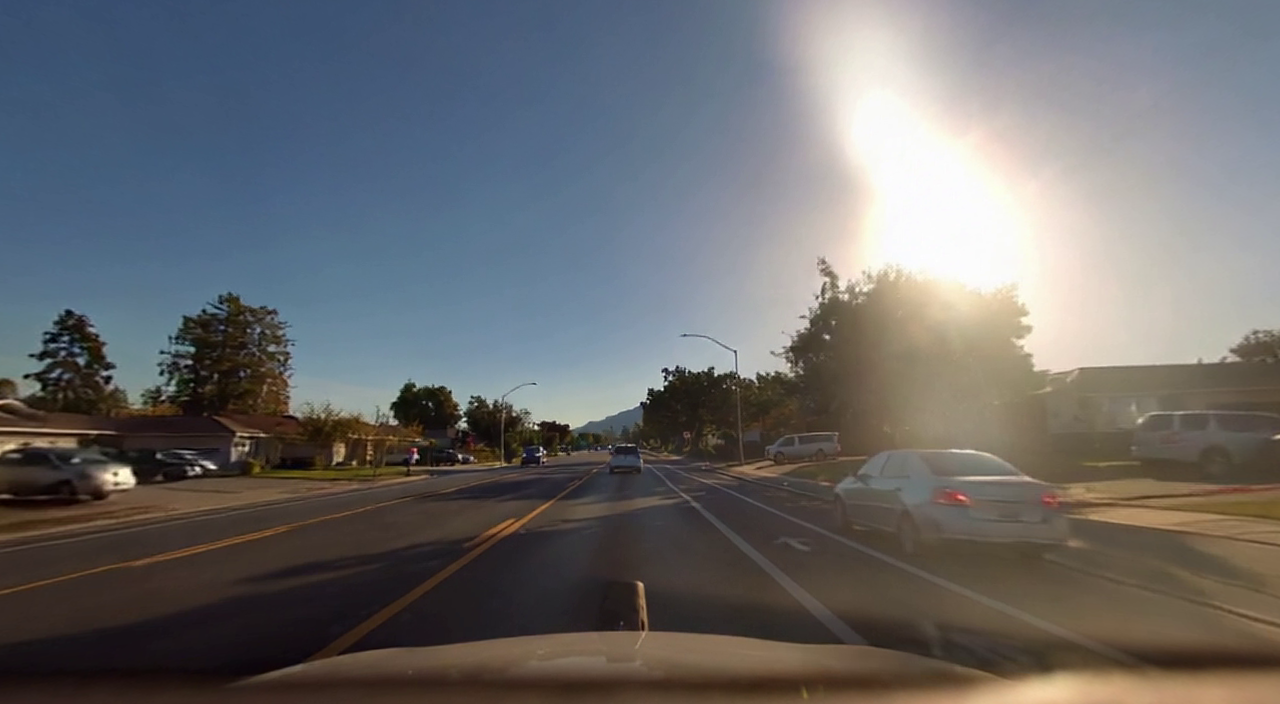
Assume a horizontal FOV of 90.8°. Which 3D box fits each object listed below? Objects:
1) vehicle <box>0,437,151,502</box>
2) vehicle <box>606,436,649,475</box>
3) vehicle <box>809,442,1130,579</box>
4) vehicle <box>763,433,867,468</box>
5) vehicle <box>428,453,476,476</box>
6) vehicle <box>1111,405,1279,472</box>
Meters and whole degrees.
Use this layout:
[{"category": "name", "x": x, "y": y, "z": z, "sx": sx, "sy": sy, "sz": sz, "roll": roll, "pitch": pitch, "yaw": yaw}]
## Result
[{"category": "vehicle", "x": -19.817, "y": 3.880, "z": 20.822, "sx": 5.551, "sy": 1.870, "sz": 2.183, "roll": -2, "pitch": -8, "yaw": -1}, {"category": "vehicle", "x": -0.651, "y": 5.551, "z": 34.019, "sx": 2.153, "sy": 1.942, "sz": 4.767, "roll": 0, "pitch": -9, "yaw": 0}, {"category": "vehicle", "x": 4.302, "y": 2.118, "z": 9.492, "sx": 2.001, "sy": 1.480, "sz": 5.022, "roll": 0, "pitch": -9, "yaw": -2}, {"category": "vehicle", "x": 10.397, "y": 5.876, "z": 37.883, "sx": 5.526, "sy": 1.849, "sz": 2.213, "roll": -1, "pitch": -6, "yaw": -2}, {"category": "vehicle", "x": -13.599, "y": 8.152, "z": 45.987, "sx": 1.950, "sy": 1.530, "sz": 4.856, "roll": 0, "pitch": -9, "yaw": 0}, {"category": "vehicle", "x": 17.665, "y": 2.659, "z": 19.266, "sx": 4.955, "sy": 1.873, "sz": 2.252, "roll": 1, "pitch": -9, "yaw": -7}]
